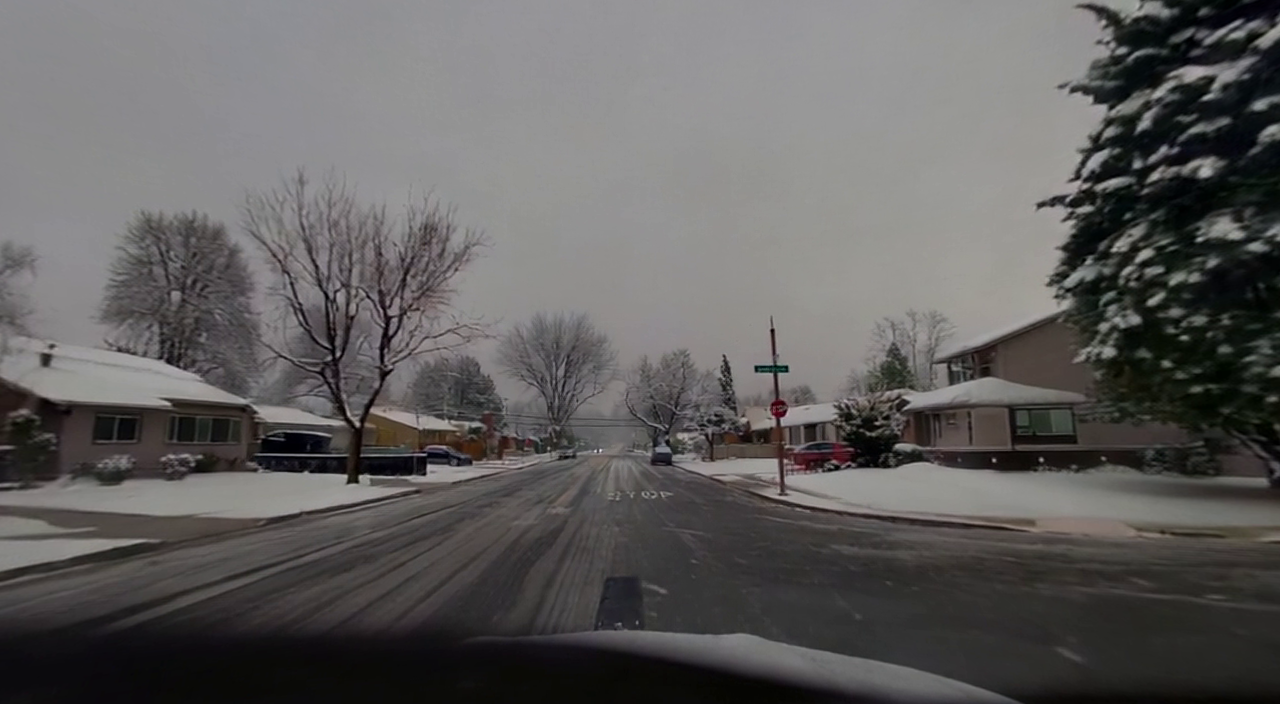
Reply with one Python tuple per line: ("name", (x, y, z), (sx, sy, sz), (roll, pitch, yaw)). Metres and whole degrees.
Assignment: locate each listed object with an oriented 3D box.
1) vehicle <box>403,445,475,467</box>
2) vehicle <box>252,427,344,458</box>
("vehicle", (-14.394, 7.451, 45.530), (4.572, 1.522, 1.999), (1, -9, -5))
("vehicle", (-19.207, 5.124, 35.603), (4.093, 1.661, 1.765), (0, -9, -6))
